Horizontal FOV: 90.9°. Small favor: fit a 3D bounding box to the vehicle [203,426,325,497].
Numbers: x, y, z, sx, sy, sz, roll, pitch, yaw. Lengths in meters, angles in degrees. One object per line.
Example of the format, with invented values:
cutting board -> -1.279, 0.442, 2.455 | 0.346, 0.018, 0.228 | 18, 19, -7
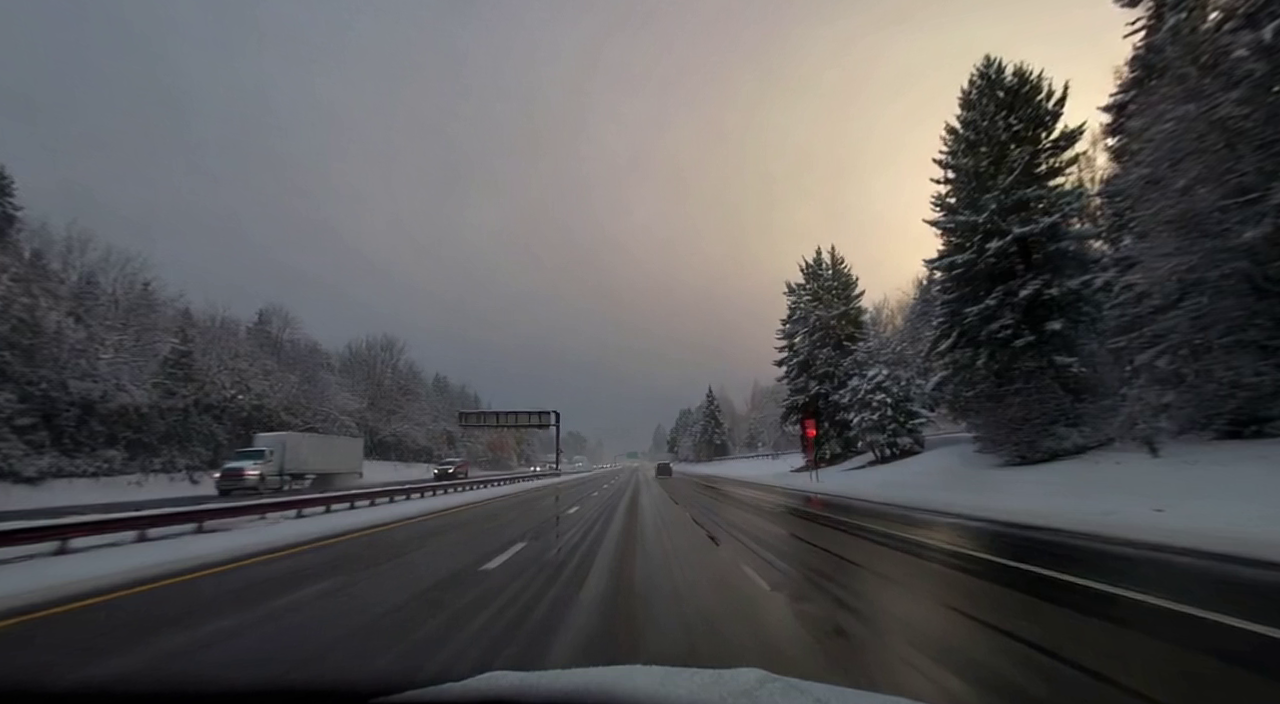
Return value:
vehicle -> -20.255, 6.012, 34.445 | 2.966, 3.465, 5.874 | 1, -10, -1
